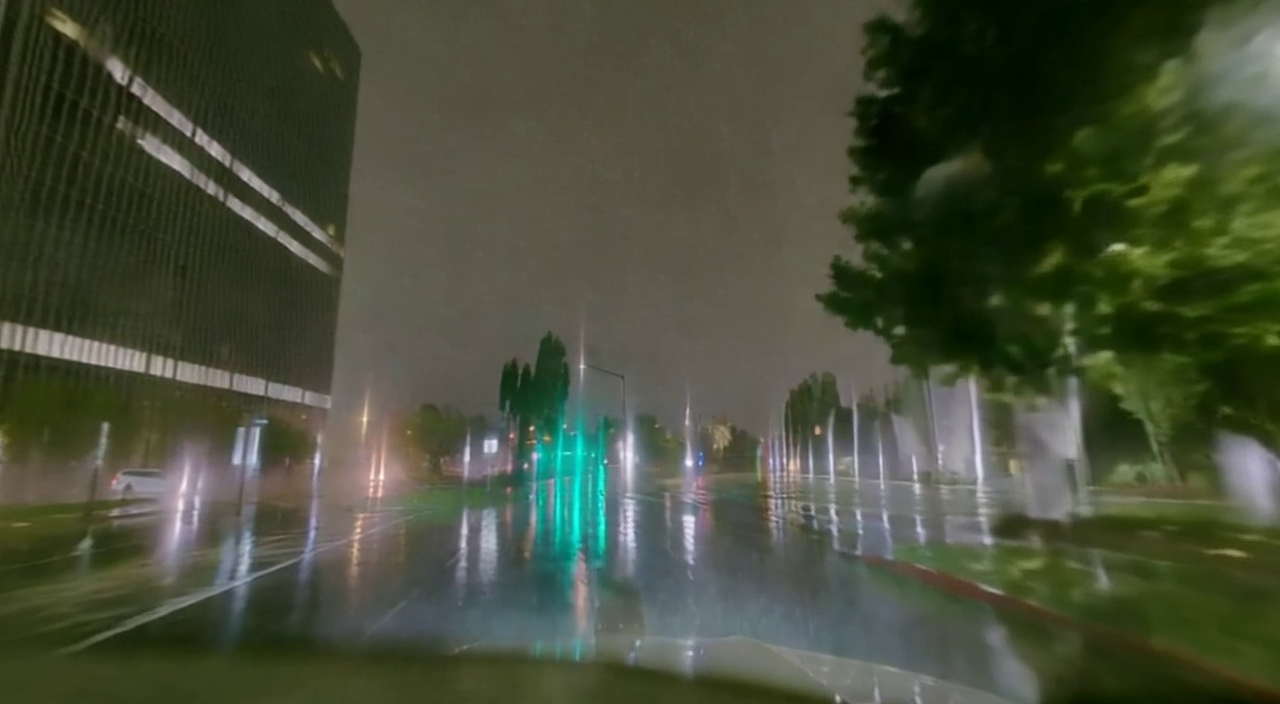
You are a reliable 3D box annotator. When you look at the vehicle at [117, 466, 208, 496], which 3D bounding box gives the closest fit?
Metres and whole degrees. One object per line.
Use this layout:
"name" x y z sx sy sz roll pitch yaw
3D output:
"vehicle" -31.010 8.338 41.068 4.473 1.778 2.125 -2 -9 10
